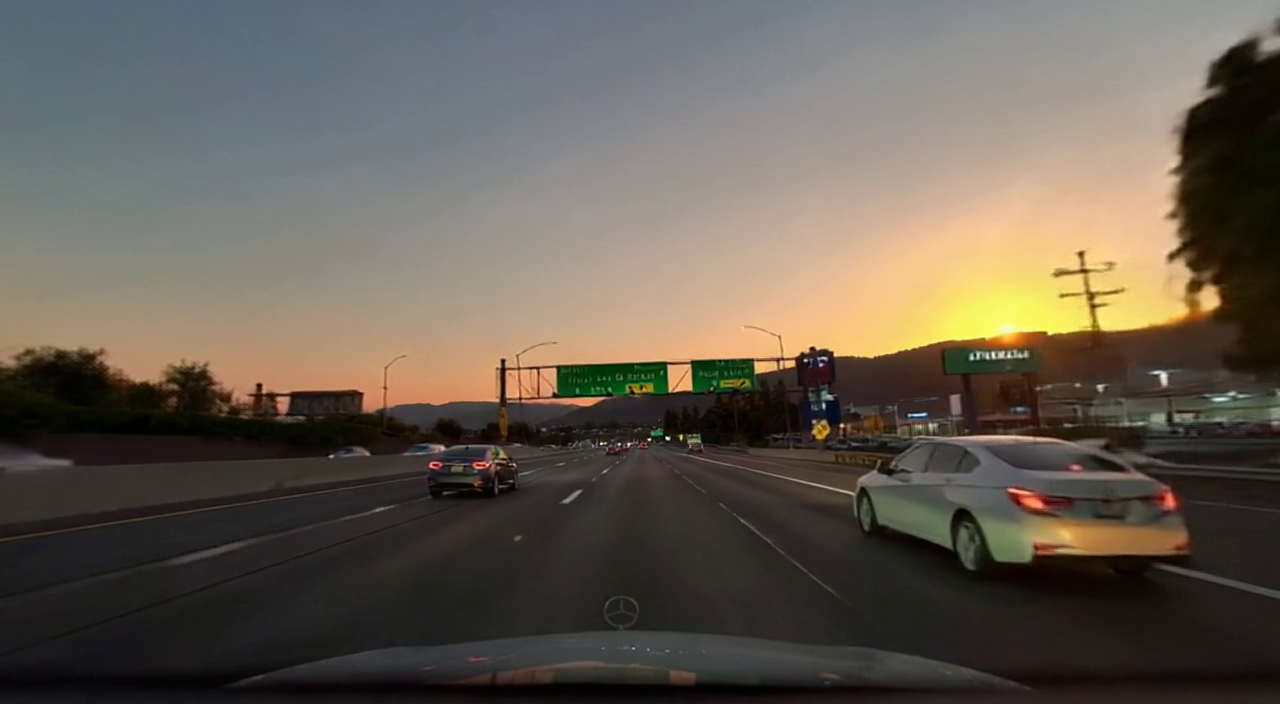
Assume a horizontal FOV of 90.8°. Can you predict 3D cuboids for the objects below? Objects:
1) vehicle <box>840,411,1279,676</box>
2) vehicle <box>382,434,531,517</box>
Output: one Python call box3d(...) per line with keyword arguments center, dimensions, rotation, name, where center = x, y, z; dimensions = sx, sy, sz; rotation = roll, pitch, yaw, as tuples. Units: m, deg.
box3d(center=(3.858, 1.459, 6.157), dimensions=(2.164, 1.507, 4.914), rotation=(0, -8, -1), name="vehicle")
box3d(center=(-3.756, 2.603, 13.832), dimensions=(1.939, 1.508, 4.272), rotation=(0, -8, 1), name="vehicle")
